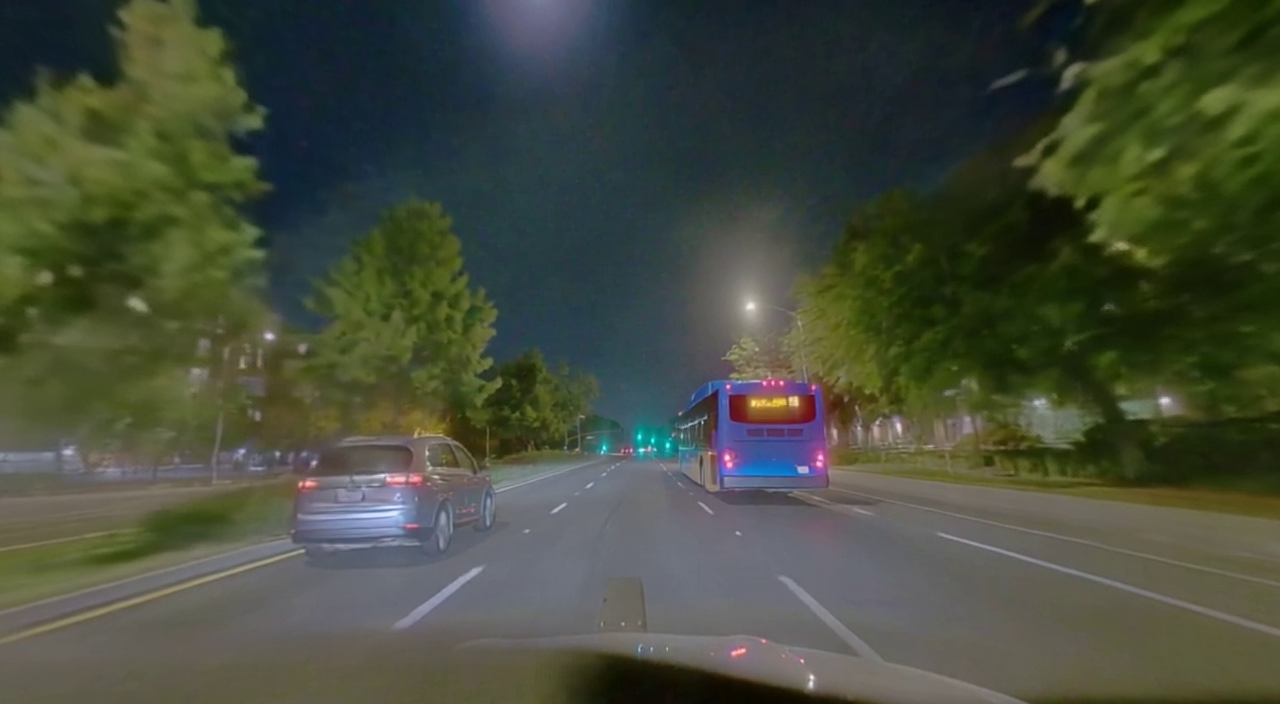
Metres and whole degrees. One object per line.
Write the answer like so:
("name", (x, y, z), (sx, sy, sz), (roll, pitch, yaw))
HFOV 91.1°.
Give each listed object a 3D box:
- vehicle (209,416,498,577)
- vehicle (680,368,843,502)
("vehicle", (-3.695, 1.929, 9.218), (2.111, 1.767, 4.333), (0, -8, 1))
("vehicle", (3.375, 2.944, 21.757), (3.072, 3.278, 12.747), (0, -8, 0))
